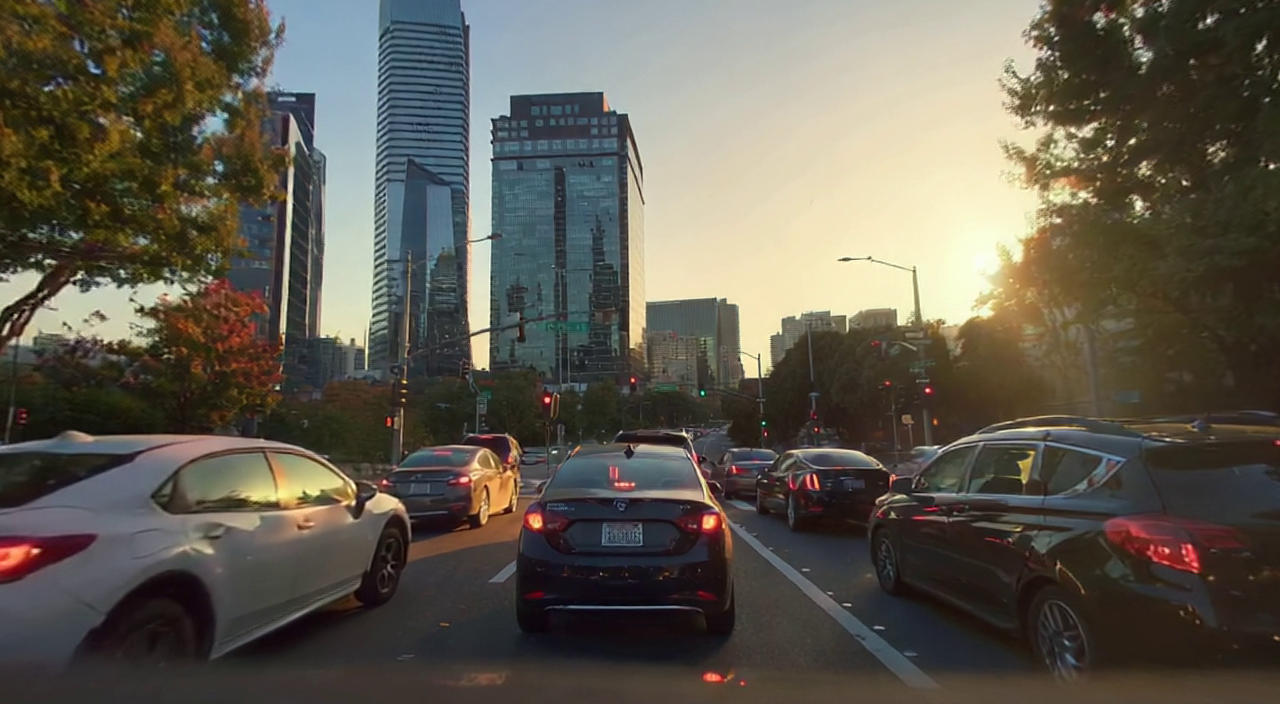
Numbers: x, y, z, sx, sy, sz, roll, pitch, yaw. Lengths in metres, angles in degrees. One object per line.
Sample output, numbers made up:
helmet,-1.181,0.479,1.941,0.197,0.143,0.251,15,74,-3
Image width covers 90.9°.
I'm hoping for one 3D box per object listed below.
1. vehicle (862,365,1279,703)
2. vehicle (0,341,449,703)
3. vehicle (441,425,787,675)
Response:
vehicle,3.339,1.154,4.164,2.179,1.631,4.173,0,-8,0
vehicle,-3.133,1.150,4.288,2.181,1.723,4.550,0,-8,1
vehicle,-0.155,1.450,5.672,2.031,1.461,3.763,0,-8,0
